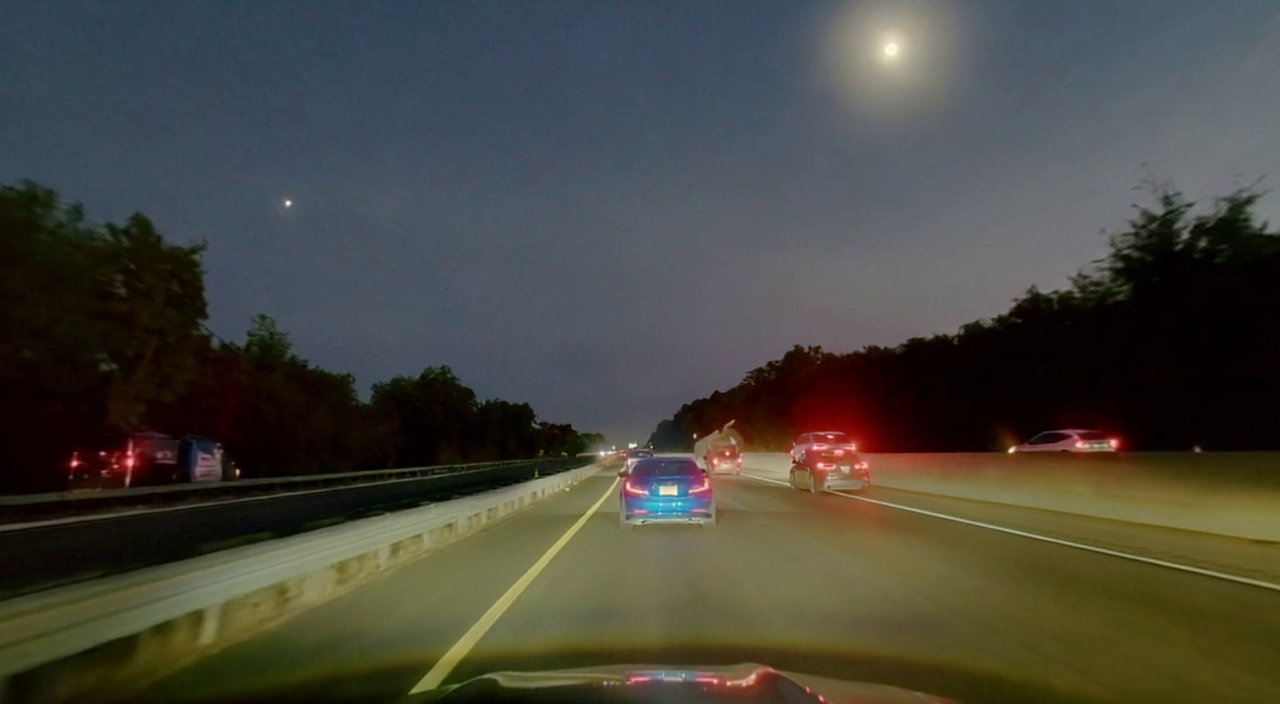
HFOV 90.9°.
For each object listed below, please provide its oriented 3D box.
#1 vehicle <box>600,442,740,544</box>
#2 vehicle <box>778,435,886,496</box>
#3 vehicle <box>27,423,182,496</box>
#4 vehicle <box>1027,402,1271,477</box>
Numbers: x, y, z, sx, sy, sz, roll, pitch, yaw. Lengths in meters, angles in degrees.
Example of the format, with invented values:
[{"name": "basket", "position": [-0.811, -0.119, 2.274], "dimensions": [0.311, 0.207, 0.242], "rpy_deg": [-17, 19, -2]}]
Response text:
[{"name": "vehicle", "position": [0.422, 2.401, 11.316], "dimensions": [2.076, 1.485, 3.774], "rpy_deg": [0, -9, -1]}, {"name": "vehicle", "position": [6.356, 3.818, 21.547], "dimensions": [2.177, 1.827, 4.565], "rpy_deg": [0, -9, -1]}, {"name": "vehicle", "position": [-33.501, 6.717, 40.012], "dimensions": [2.902, 3.981, 7.819], "rpy_deg": [-3, -8, 0]}, {"name": "vehicle", "position": [31.566, 5.771, 40.758], "dimensions": [2.822, 3.996, 14.073], "rpy_deg": [1, -9, -7]}]
